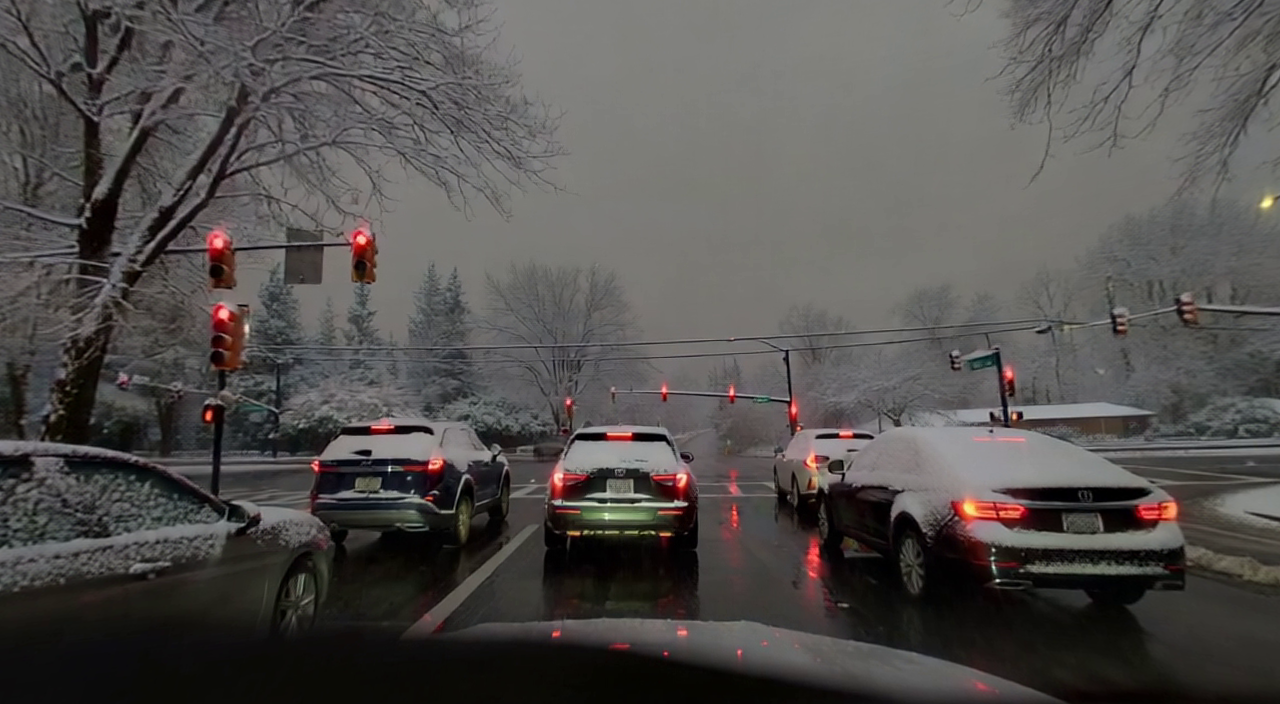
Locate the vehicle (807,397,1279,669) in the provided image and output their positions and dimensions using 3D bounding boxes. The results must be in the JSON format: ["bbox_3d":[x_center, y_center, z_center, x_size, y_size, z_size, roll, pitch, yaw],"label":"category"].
[{"bbox_3d":[3.236,1.443,6.194,2.006,1.659,4.462,0,-8,1],"label":"vehicle"}]

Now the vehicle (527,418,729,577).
[{"bbox_3d":[-0.094,1.802,8.553,2.106,1.655,3.717,0,-8,1],"label":"vehicle"}]

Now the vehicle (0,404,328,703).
[{"bbox_3d":[-3.345,0.950,2.369,1.863,1.495,4.667,0,-8,2],"label":"vehicle"}]

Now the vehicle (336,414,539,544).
[{"bbox_3d":[-3.217,2.119,11.164,2.048,1.805,4.405,0,-8,1],"label":"vehicle"}]
